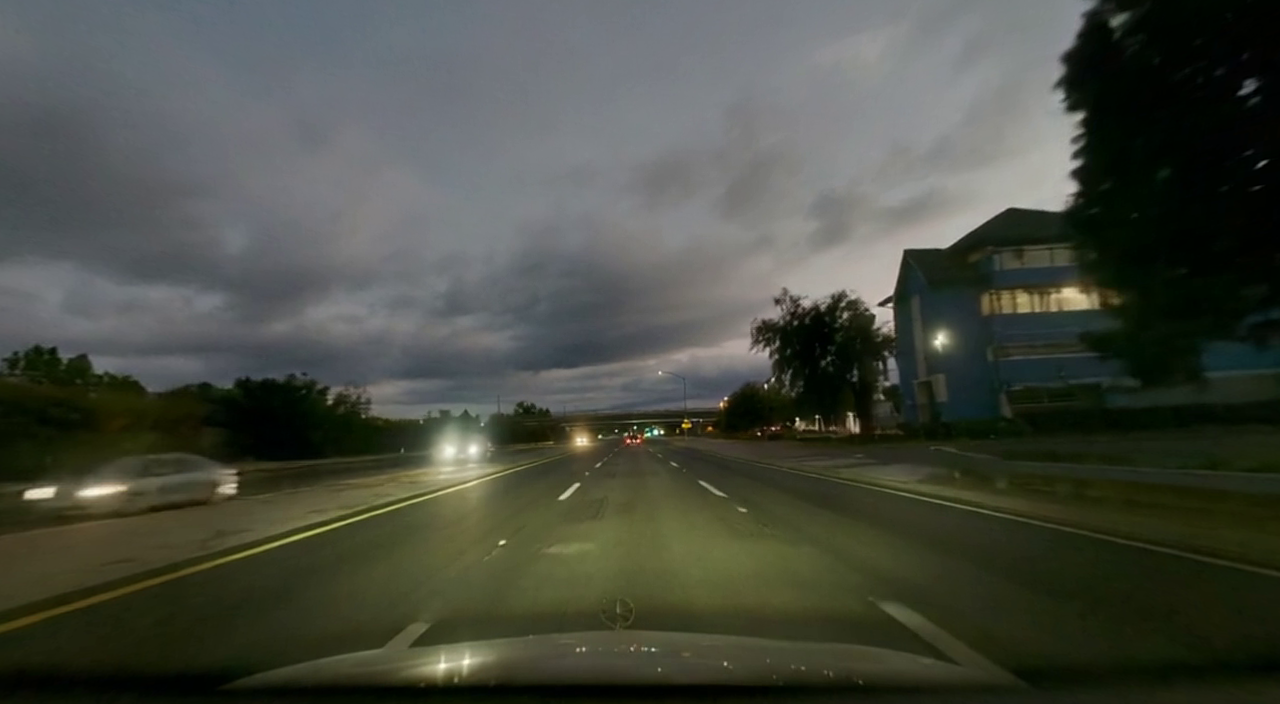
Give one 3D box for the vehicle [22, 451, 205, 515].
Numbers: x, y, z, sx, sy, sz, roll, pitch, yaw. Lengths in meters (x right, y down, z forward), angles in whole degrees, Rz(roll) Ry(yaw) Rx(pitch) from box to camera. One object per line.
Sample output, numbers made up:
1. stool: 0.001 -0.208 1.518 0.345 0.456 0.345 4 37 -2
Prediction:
1. vehicle: -14.949 3.689 18.212 1.929 1.462 3.936 -3 -8 -1
